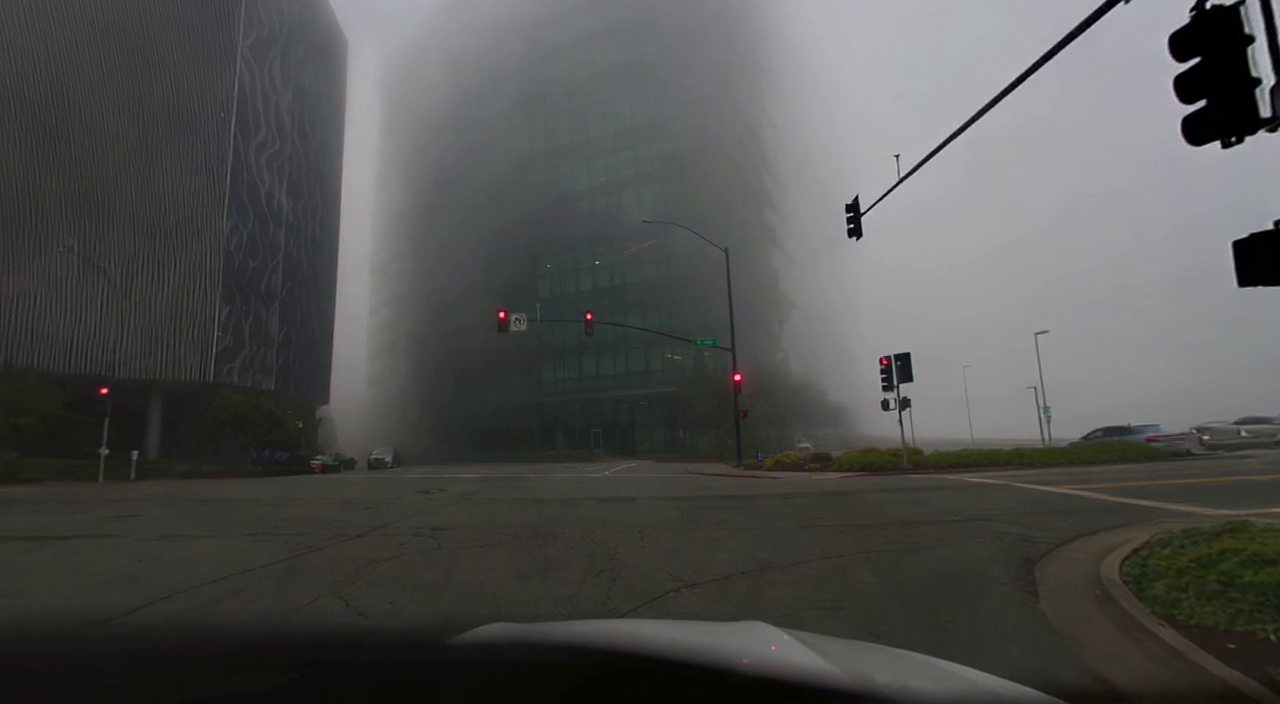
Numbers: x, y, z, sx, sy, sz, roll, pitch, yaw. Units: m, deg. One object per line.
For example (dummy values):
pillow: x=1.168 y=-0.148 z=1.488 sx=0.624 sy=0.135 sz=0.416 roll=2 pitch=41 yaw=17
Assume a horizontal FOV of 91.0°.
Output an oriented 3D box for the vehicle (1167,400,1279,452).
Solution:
vehicle: x=24.404 y=3.023 z=25.197 sx=2.109 sy=1.836 sz=5.080 roll=-2 pitch=-10 yaw=-1

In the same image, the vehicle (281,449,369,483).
vehicle: x=-14.808 y=5.347 z=29.898 sx=1.790 sy=1.437 sz=4.349 roll=0 pitch=-9 yaw=2

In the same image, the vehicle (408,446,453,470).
vehicle: x=-15.157 y=7.669 z=45.750 sx=1.932 sy=1.605 sz=4.146 roll=1 pitch=-9 yaw=-2

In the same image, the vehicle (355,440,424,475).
vehicle: x=-14.888 y=6.298 z=37.729 sx=2.091 sy=1.915 sz=5.040 roll=0 pitch=-9 yaw=-1

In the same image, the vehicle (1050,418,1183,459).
vehicle: x=19.066 y=3.526 z=25.504 sx=1.834 sy=1.480 sz=4.458 roll=0 pitch=-9 yaw=-1
